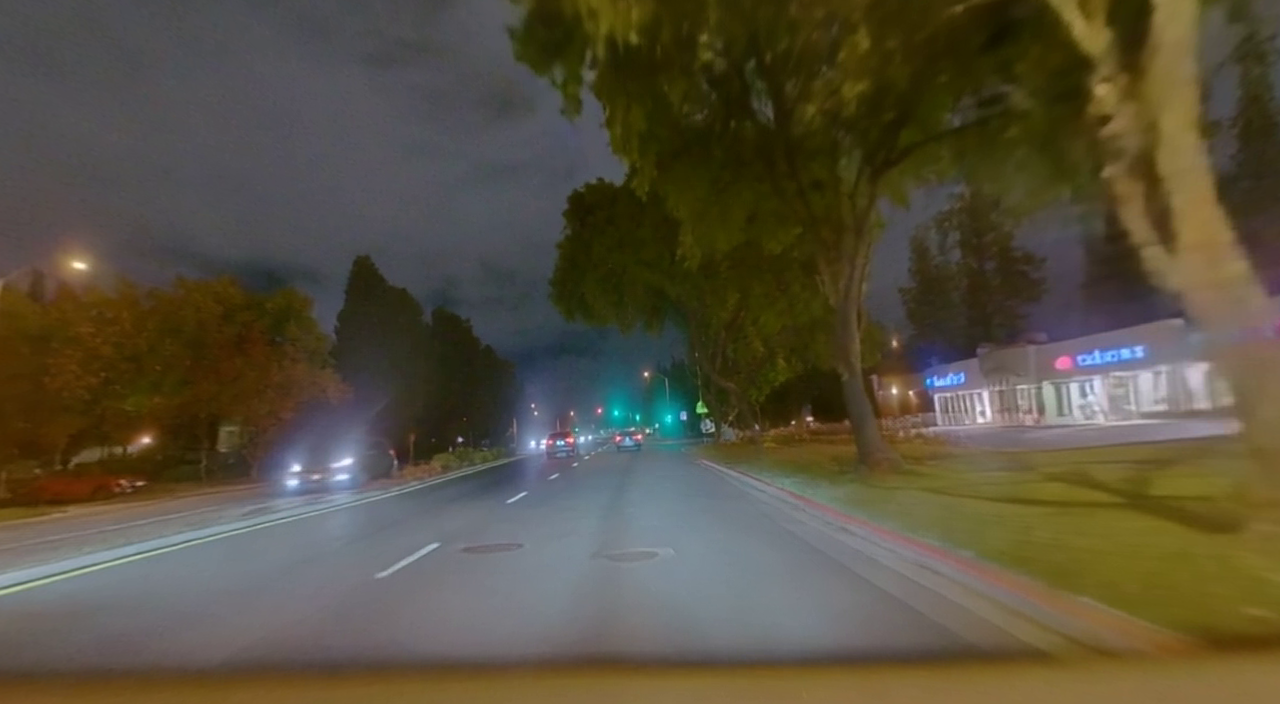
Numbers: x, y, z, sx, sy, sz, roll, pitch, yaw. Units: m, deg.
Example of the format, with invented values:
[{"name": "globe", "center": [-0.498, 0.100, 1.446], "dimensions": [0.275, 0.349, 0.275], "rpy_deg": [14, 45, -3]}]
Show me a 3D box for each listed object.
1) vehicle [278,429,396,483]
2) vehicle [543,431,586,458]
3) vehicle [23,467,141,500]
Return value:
[{"name": "vehicle", "center": [-12.358, 4.264, 26.219], "dimensions": [2.292, 1.882, 5.655], "rpy_deg": [-3, -8, -2]}, {"name": "vehicle", "center": [-4.483, 5.525, 38.044], "dimensions": [2.083, 1.460, 4.527], "rpy_deg": [-2, -7, -1]}, {"name": "vehicle", "center": [-29.752, 7.021, 33.668], "dimensions": [4.605, 1.453, 1.809], "rpy_deg": [-2, -7, 0]}]
